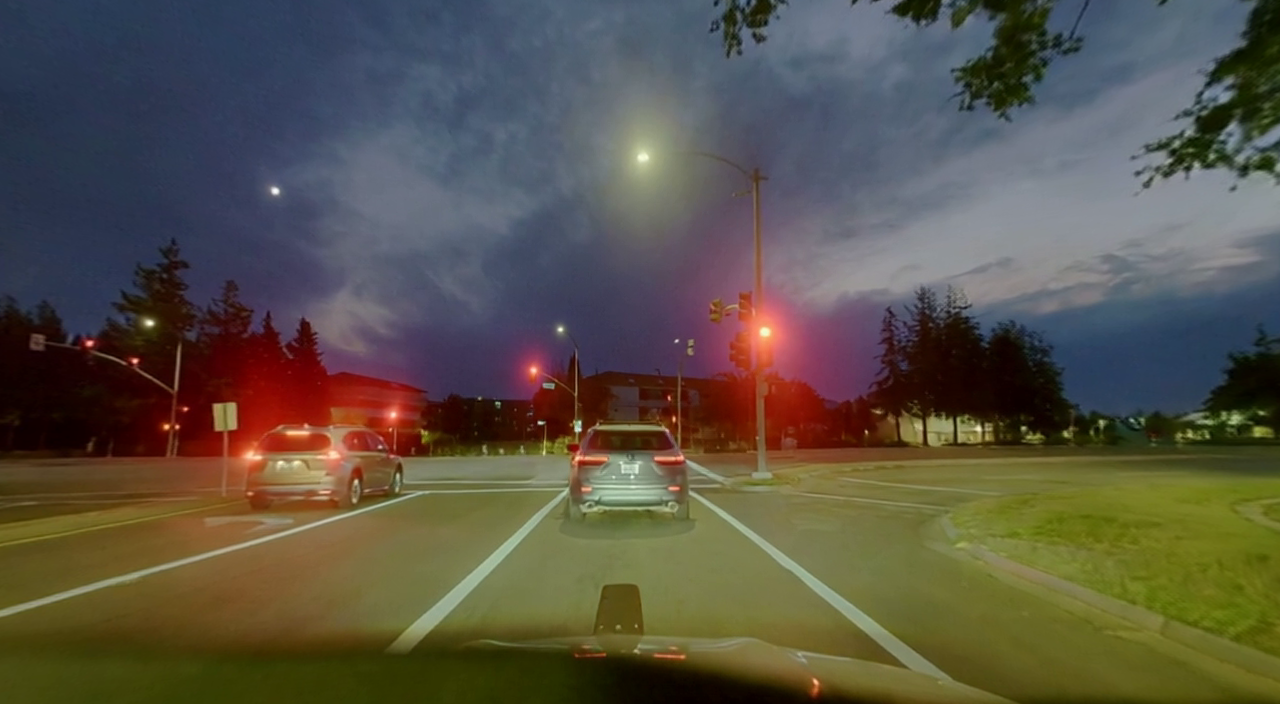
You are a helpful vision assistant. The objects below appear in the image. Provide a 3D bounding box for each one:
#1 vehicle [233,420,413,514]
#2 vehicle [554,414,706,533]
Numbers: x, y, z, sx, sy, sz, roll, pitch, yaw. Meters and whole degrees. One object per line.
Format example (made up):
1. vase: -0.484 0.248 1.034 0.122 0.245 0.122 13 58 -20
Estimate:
1. vehicle: -6.556 2.413 13.652 2.020 1.695 4.187 1 -9 -5
2. vehicle: -0.290 2.043 11.099 2.154 1.670 4.140 1 -9 -4
